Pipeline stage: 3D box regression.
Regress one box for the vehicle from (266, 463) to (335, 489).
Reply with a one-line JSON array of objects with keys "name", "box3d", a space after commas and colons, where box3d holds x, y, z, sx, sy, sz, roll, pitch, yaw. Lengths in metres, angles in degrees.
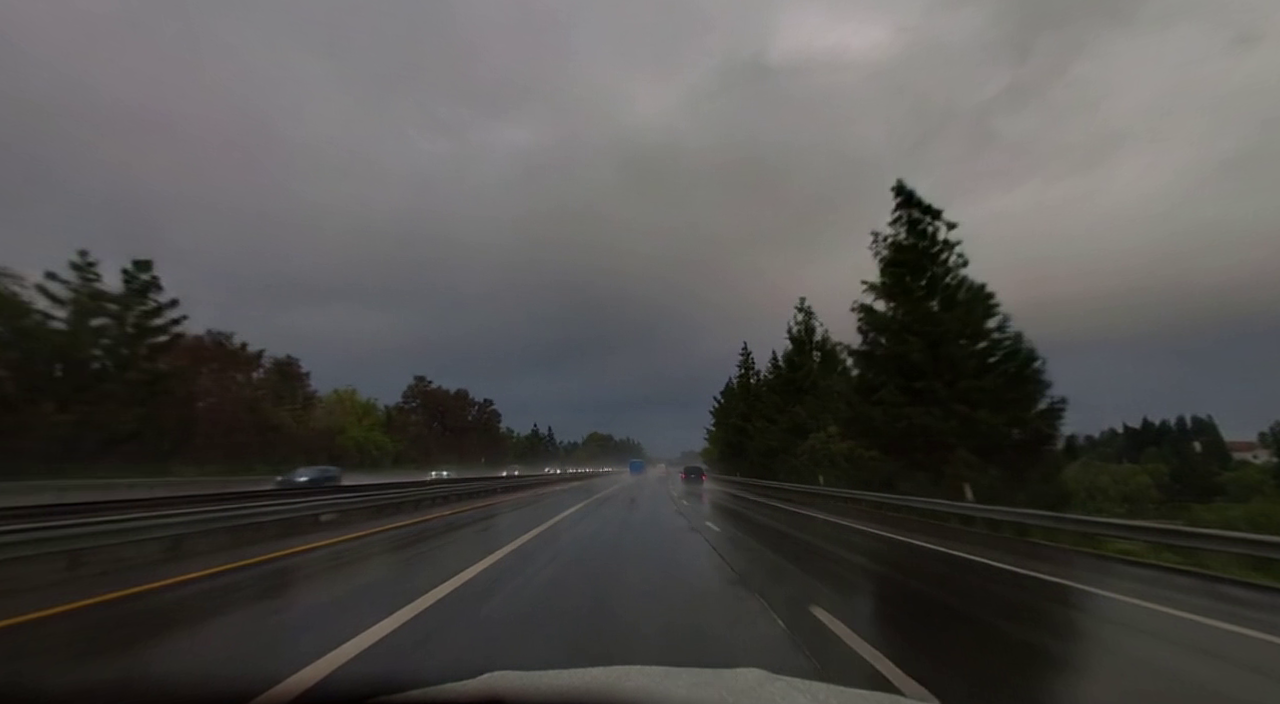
[{"name": "vehicle", "box3d": [-20.572, 7.533, 38.396, 1.743, 1.430, 4.086, 0, -11, 2]}]
